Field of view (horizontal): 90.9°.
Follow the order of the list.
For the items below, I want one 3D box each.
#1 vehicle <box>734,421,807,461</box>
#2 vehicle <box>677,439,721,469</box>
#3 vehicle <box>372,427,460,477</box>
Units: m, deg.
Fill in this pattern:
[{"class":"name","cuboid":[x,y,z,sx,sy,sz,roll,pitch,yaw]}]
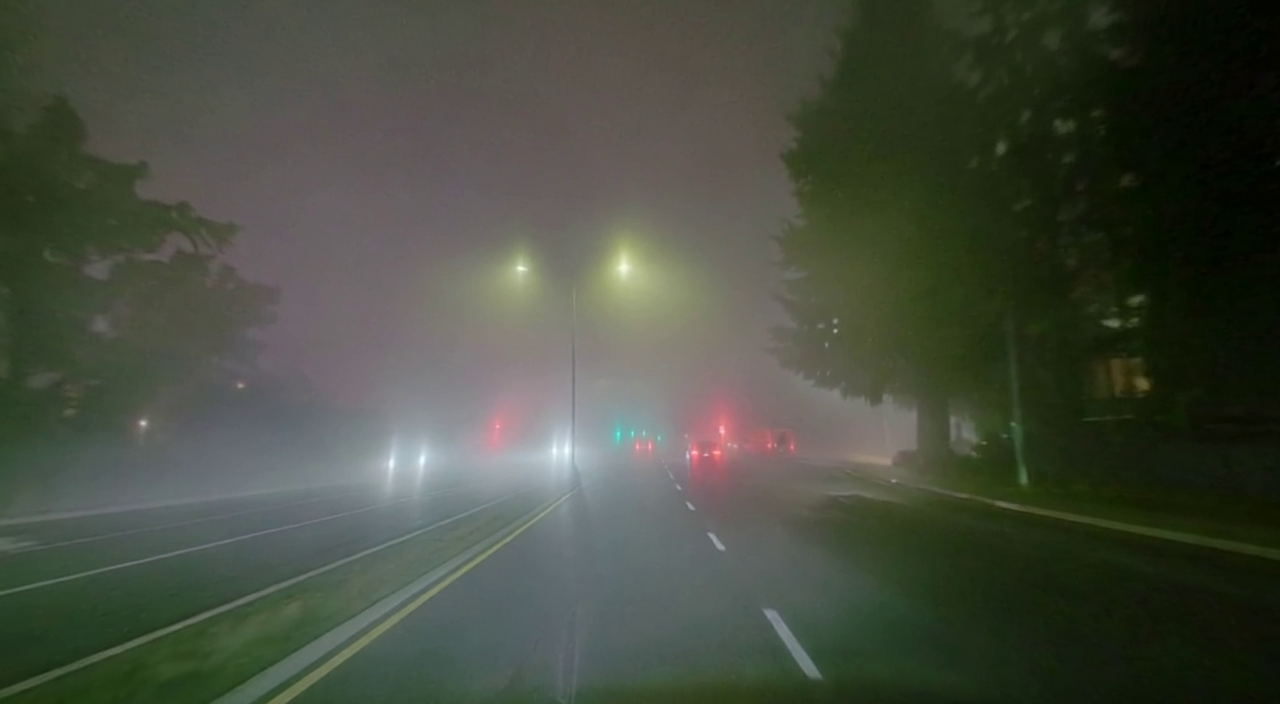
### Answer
[{"class":"vehicle","cuboid":[9.661,6.735,47.501,2.331,2.747,6.993,3,-9,-16]},{"class":"vehicle","cuboid":[3.112,5.490,34.022,1.960,1.479,4.086,0,-8,0]},{"class":"vehicle","cuboid":[-11.717,5.298,33.626,2.347,2.428,6.149,0,-8,1]}]
